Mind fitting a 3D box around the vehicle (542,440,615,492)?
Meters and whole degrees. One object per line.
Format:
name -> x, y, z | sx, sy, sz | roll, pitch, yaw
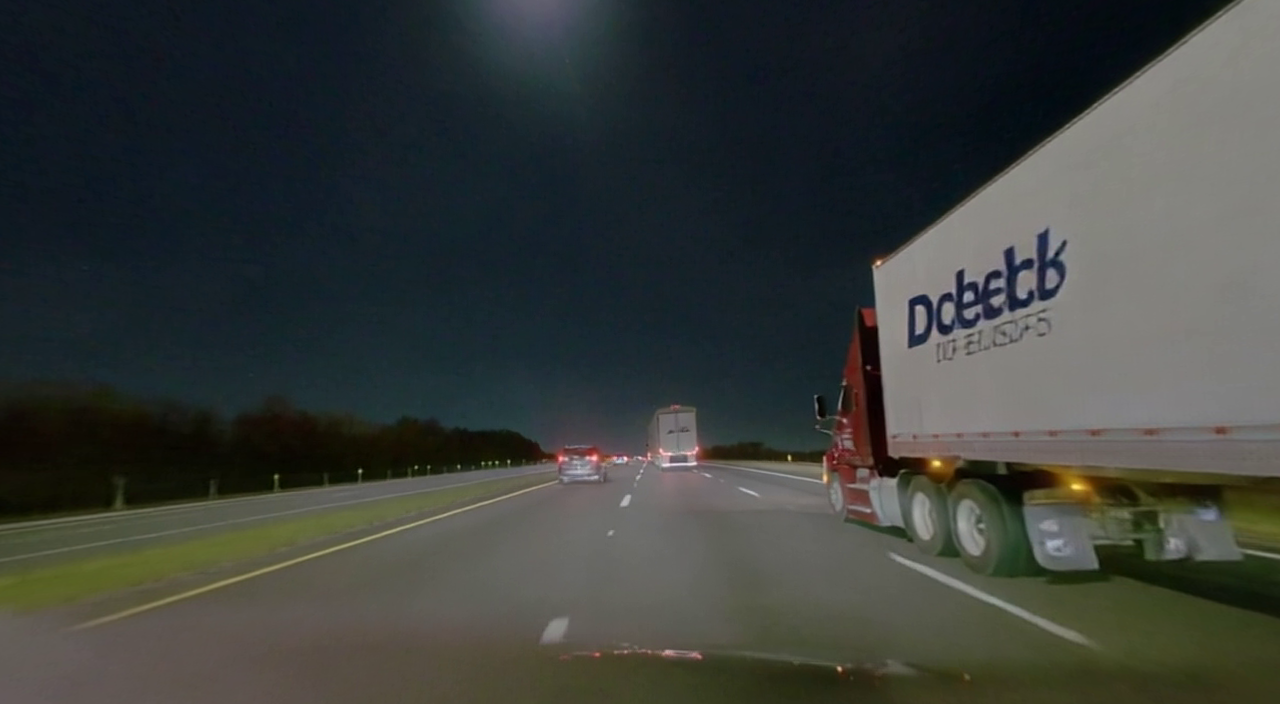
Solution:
vehicle -> -2.132, 4.094, 22.902 | 2.160, 1.691, 4.243 | 0, -9, 1
